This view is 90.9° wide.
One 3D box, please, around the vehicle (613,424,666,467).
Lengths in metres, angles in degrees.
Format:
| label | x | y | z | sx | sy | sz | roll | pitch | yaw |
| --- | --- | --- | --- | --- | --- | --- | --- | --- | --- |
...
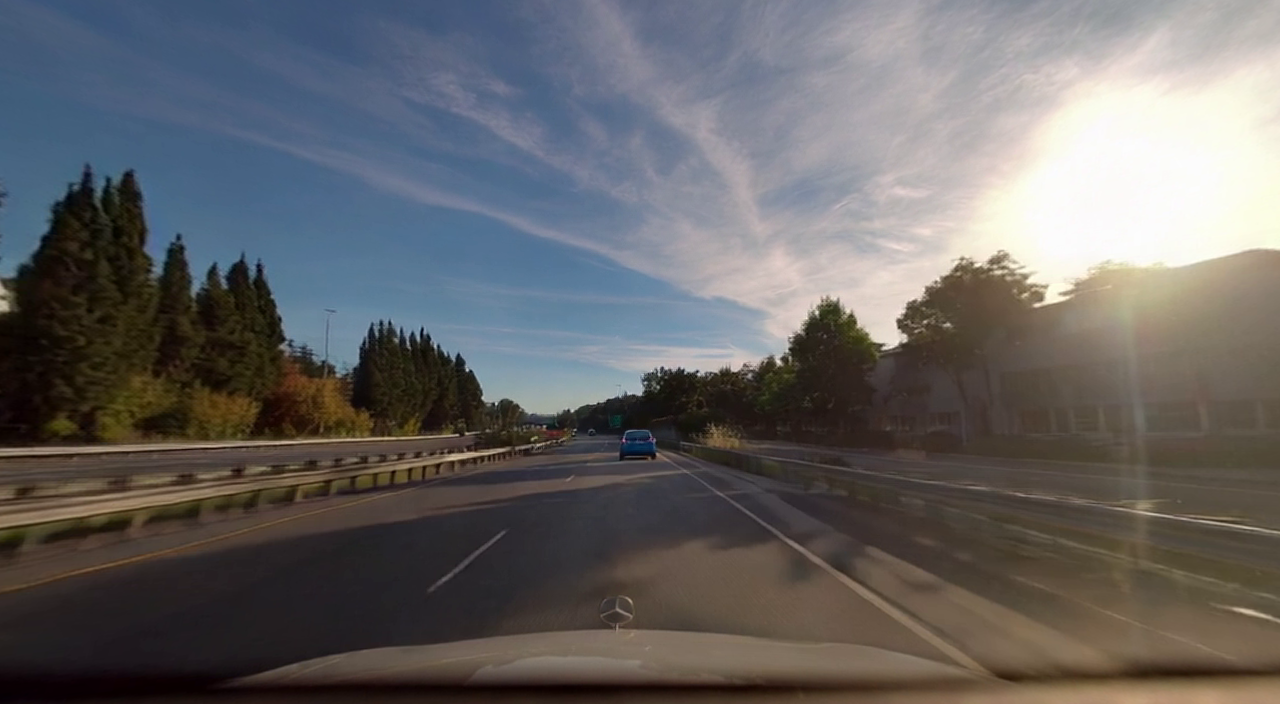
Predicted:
| label | x | y | z | sx | sy | sz | roll | pitch | yaw |
| --- | --- | --- | --- | --- | --- | --- | --- | --- | --- |
| vehicle | -0.088 | 3.854 | 26.158 | 2.020 | 1.633 | 3.942 | 0 | -8 | -2 |
